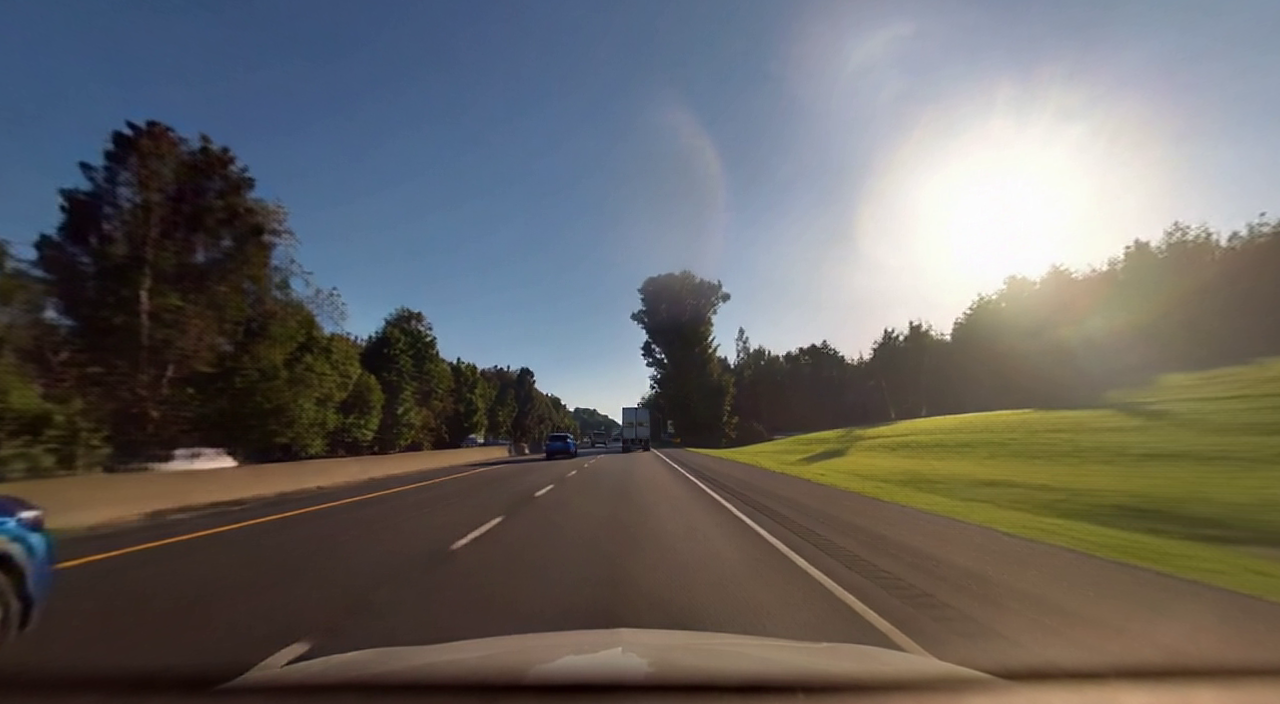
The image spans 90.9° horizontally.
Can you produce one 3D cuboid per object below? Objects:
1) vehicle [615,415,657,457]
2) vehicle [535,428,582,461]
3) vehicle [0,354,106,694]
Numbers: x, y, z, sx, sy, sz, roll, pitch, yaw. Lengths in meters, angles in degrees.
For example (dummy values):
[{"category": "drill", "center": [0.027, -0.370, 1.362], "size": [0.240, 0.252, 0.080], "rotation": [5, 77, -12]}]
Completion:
[{"category": "vehicle", "center": [-0.275, 5.476, 40.845], "size": [2.526, 2.531, 5.026], "rotation": [0, -8, -1]}, {"category": "vehicle", "center": [-4.512, 5.163, 35.398], "size": [2.049, 1.726, 4.291], "rotation": [0, -8, 0]}, {"category": "vehicle", "center": [-4.134, 0.626, 1.458], "size": [2.045, 1.655, 4.301], "rotation": [0, -8, -1]}]
